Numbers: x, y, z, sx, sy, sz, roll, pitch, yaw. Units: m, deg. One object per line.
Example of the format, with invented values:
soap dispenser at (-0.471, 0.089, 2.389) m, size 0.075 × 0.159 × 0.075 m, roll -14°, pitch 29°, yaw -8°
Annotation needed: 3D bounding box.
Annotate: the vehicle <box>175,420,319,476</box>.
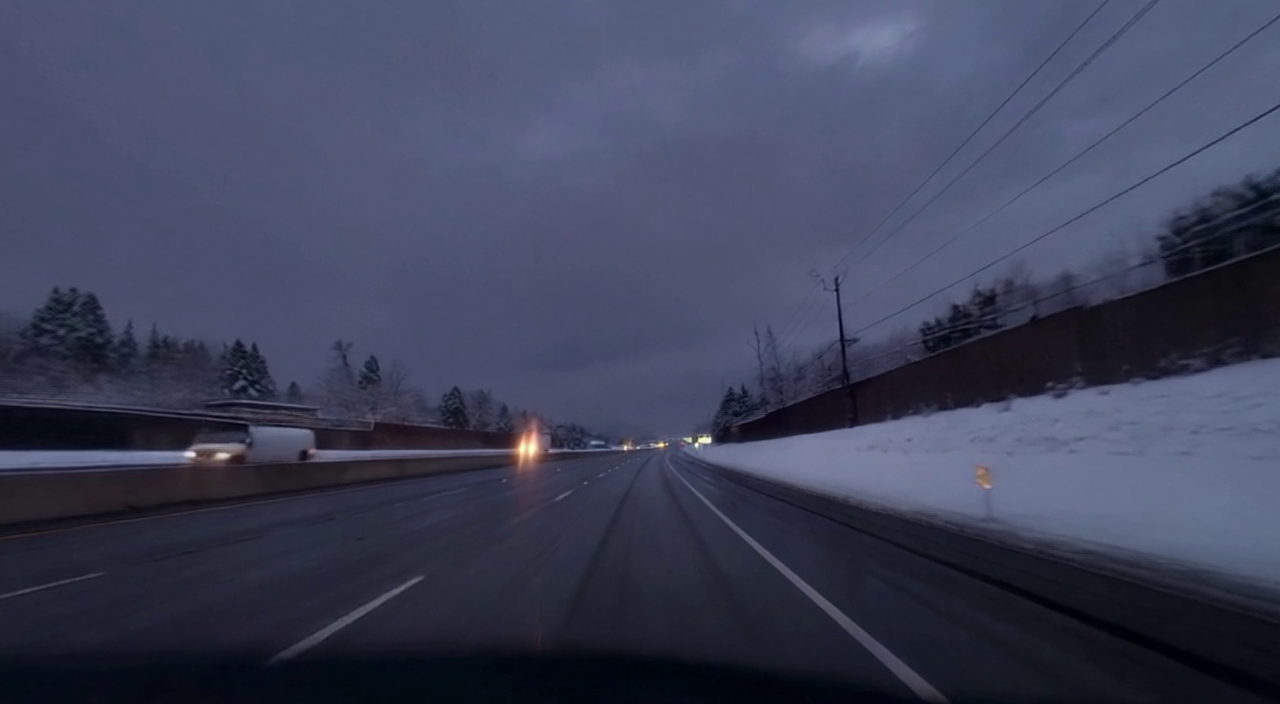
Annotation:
vehicle at (-22.631, 5.638, 37.066) m, size 2.866 × 2.908 × 8.457 m, roll 0°, pitch -9°, yaw 1°
